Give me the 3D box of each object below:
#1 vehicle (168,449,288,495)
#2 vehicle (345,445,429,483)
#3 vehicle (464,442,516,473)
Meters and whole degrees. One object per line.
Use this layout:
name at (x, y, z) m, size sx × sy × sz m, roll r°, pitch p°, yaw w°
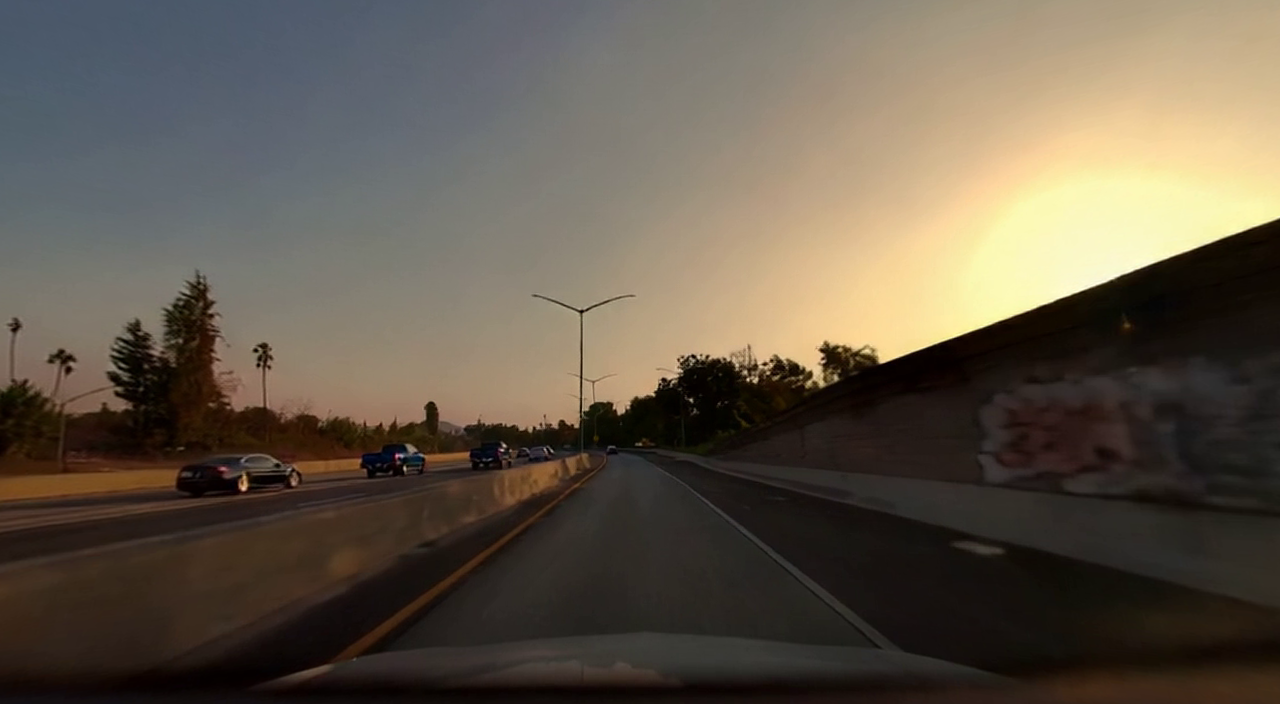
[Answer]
vehicle at (-18.041, 5.242, 27.980) m, size 2.078 × 1.802 × 4.723 m, roll 0°, pitch -9°, yaw 0°
vehicle at (-13.990, 6.210, 35.405) m, size 2.272 × 1.882 × 5.941 m, roll 0°, pitch -9°, yaw 0°
vehicle at (-10.536, 7.451, 44.765) m, size 2.342 × 1.999 × 5.594 m, roll 0°, pitch -9°, yaw 0°
